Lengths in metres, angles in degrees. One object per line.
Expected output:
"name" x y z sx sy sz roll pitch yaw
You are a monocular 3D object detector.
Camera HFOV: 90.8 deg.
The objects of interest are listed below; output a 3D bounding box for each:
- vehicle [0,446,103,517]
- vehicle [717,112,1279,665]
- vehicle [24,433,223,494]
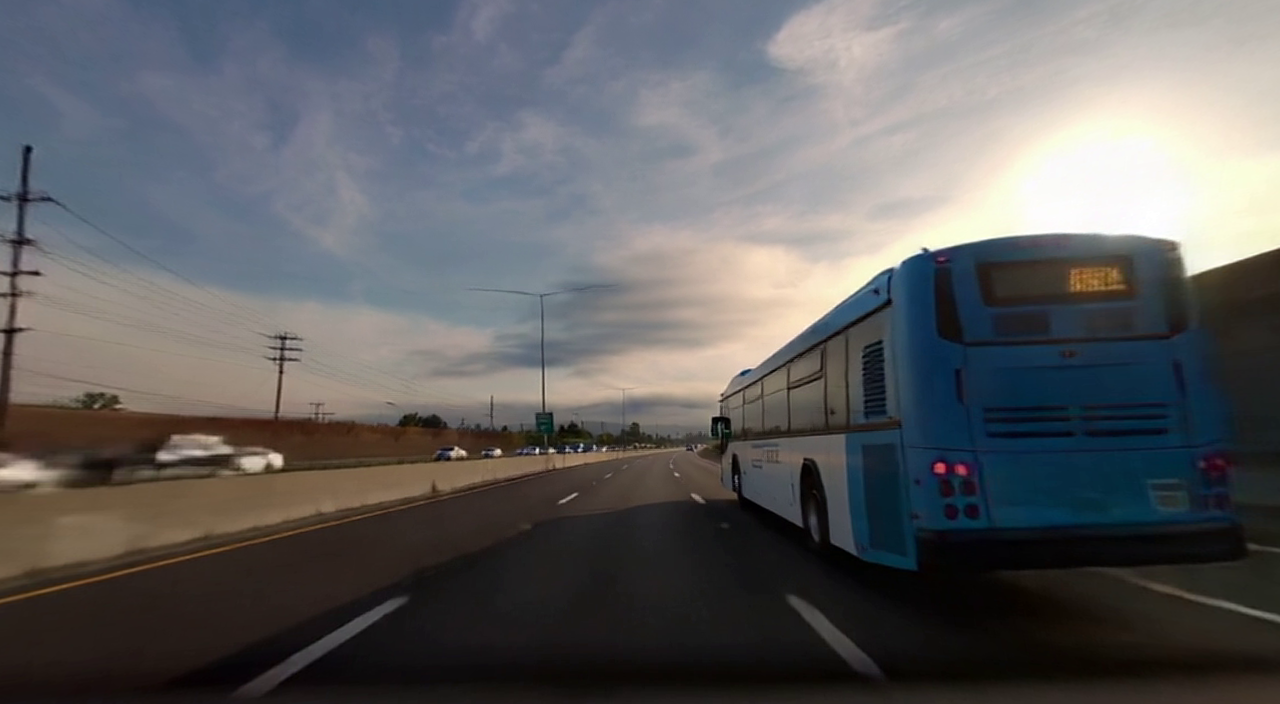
"vehicle" -14.483 2.733 13.317 2.099 1.471 4.756 0 -8 1
"vehicle" 3.769 1.196 11.300 3.144 3.580 14.591 0 -8 1
"vehicle" -18.223 3.961 22.836 2.281 1.891 5.644 -1 -8 2
